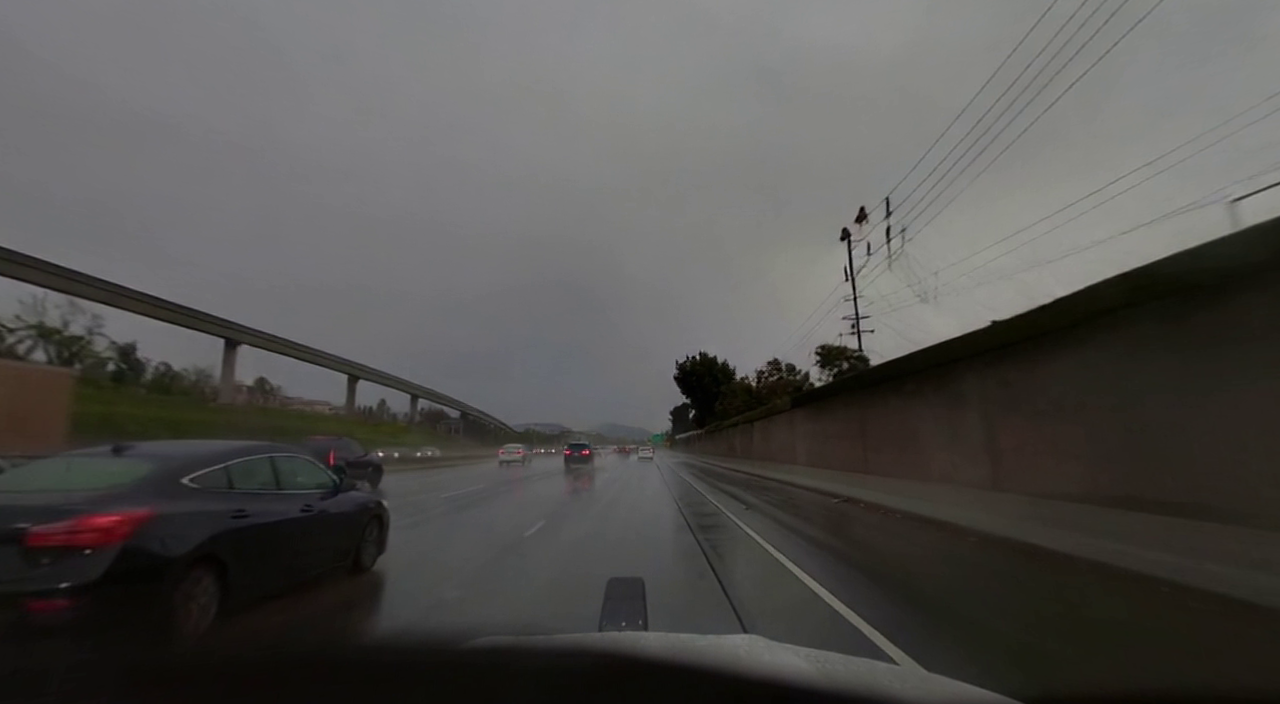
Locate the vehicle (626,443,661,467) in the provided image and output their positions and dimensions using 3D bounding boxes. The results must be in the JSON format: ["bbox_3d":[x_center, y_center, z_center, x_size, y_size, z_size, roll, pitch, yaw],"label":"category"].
[{"bbox_3d":[0.165,6.549,40.377,2.074,1.465,3.977,0,-8,-2],"label":"vehicle"}]

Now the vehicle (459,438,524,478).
[{"bbox_3d":[-7.250,5.197,31.249,2.084,1.815,4.406,0,-8,0],"label":"vehicle"}]

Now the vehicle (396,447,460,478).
[{"bbox_3d":[-11.114,5.791,33.373,1.894,1.482,4.372,0,-8,0],"label":"vehicle"}]

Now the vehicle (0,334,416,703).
[{"bbox_3d":[-3.359,1.086,4.217,2.052,1.731,4.372,0,-8,1],"label":"vehicle"}]

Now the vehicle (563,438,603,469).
[{"bbox_3d":[-3.447,6.263,39.117,2.093,1.831,4.712,0,-8,-1],"label":"vehicle"}]
